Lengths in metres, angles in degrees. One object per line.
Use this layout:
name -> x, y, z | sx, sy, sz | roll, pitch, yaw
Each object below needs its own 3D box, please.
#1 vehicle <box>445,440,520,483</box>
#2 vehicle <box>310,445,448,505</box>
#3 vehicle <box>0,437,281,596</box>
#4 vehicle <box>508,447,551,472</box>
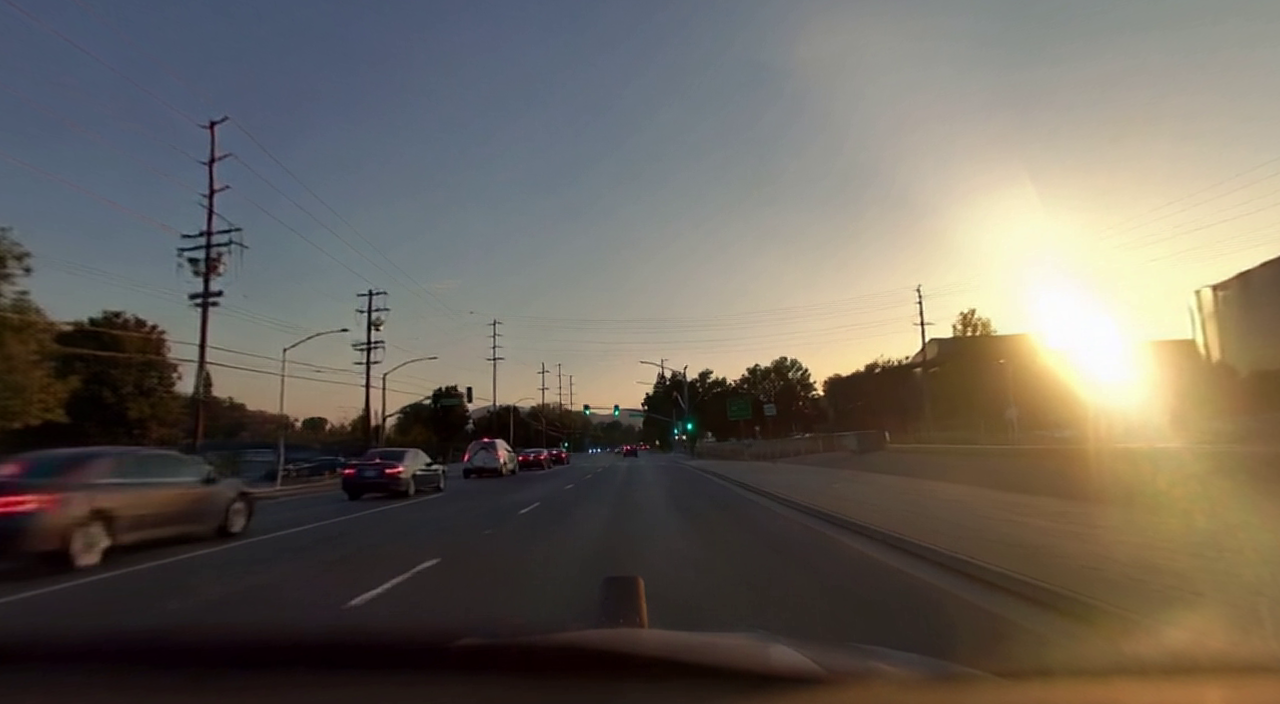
vehicle -> -7.041, 4.934, 28.858 | 2.101, 1.768, 5.040 | 0, -9, 0
vehicle -> -7.084, 3.363, 17.761 | 2.008, 1.456, 4.409 | 0, -9, 0
vehicle -> -7.027, 1.866, 8.047 | 2.030, 1.482, 4.818 | 0, -9, 1
vehicle -> -7.025, 6.848, 40.467 | 1.854, 1.481, 4.518 | 0, -9, 1
